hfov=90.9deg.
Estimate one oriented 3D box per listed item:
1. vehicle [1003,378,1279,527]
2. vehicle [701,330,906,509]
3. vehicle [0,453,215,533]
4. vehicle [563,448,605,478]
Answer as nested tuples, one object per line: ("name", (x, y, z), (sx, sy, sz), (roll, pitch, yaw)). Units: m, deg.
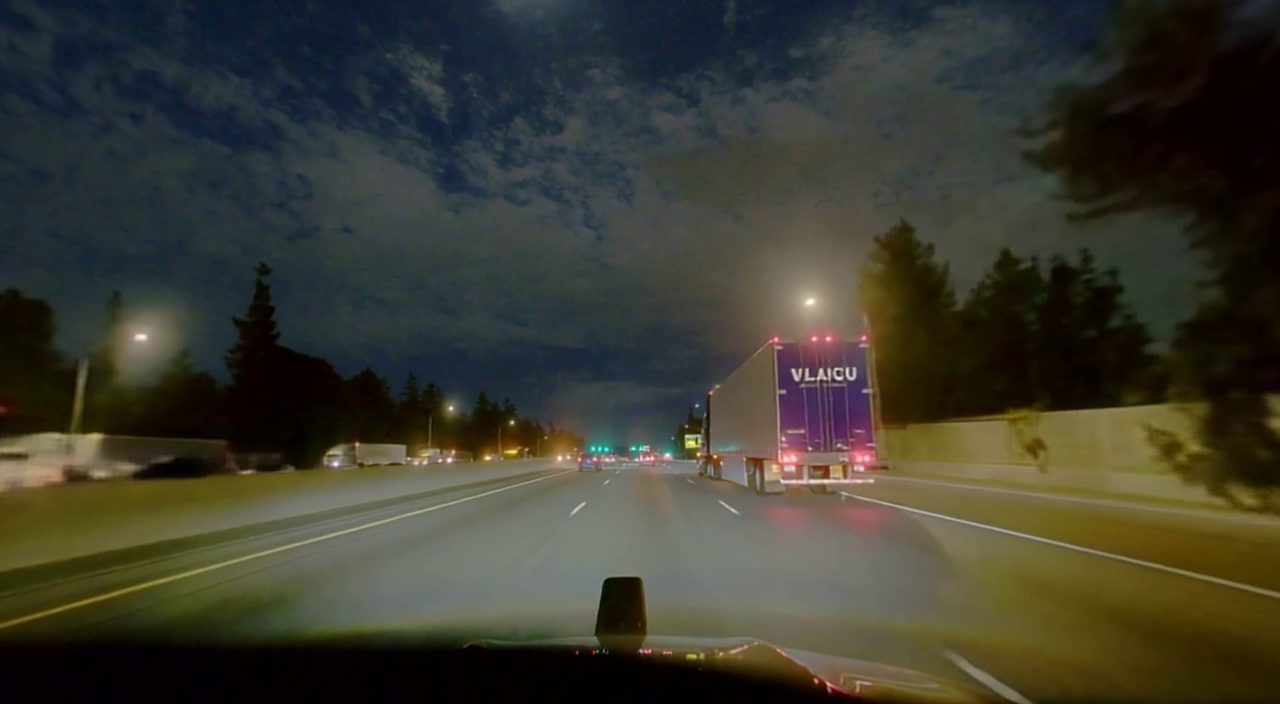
("vehicle", (18.632, 3.602, 22.531), (2.828, 3.967, 14.191), (2, -9, 0))
("vehicle", (4.395, 2.612, 21.518), (2.847, 4.075, 14.244), (0, -9, -1))
("vehicle", (-12.029, 3.068, 14.315), (1.793, 1.455, 4.263), (0, -9, 0))
("vehicle", (-3.291, 6.599, 37.667), (2.107, 1.626, 4.804), (0, -9, 0))
